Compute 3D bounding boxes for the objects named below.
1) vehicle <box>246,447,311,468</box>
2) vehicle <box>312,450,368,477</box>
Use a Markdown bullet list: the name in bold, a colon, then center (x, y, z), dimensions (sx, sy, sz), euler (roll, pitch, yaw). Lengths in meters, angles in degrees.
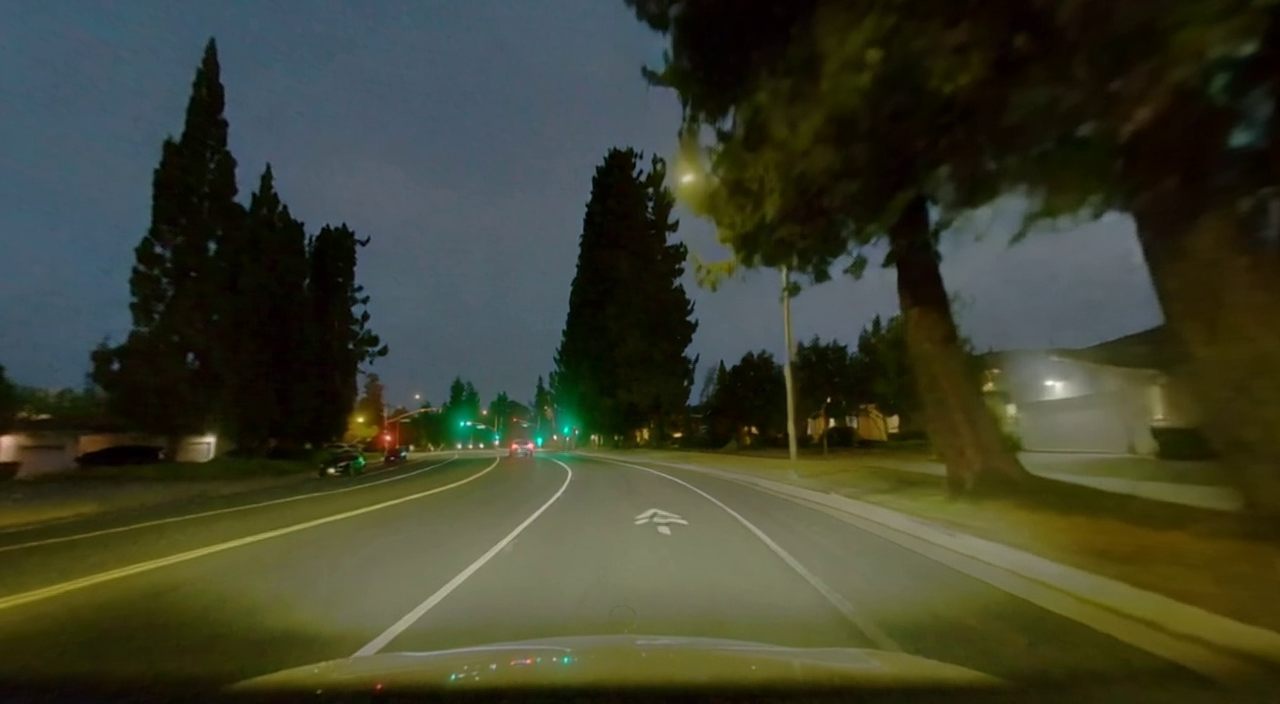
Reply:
- **vehicle**: center (-28.160, 8.235, 49.306), dimensions (4.024, 1.515, 1.857), euler (2, -8, -16)
- **vehicle**: center (-18.062, 6.707, 38.276), dimensions (1.911, 1.436, 4.554), euler (1, -8, -11)
